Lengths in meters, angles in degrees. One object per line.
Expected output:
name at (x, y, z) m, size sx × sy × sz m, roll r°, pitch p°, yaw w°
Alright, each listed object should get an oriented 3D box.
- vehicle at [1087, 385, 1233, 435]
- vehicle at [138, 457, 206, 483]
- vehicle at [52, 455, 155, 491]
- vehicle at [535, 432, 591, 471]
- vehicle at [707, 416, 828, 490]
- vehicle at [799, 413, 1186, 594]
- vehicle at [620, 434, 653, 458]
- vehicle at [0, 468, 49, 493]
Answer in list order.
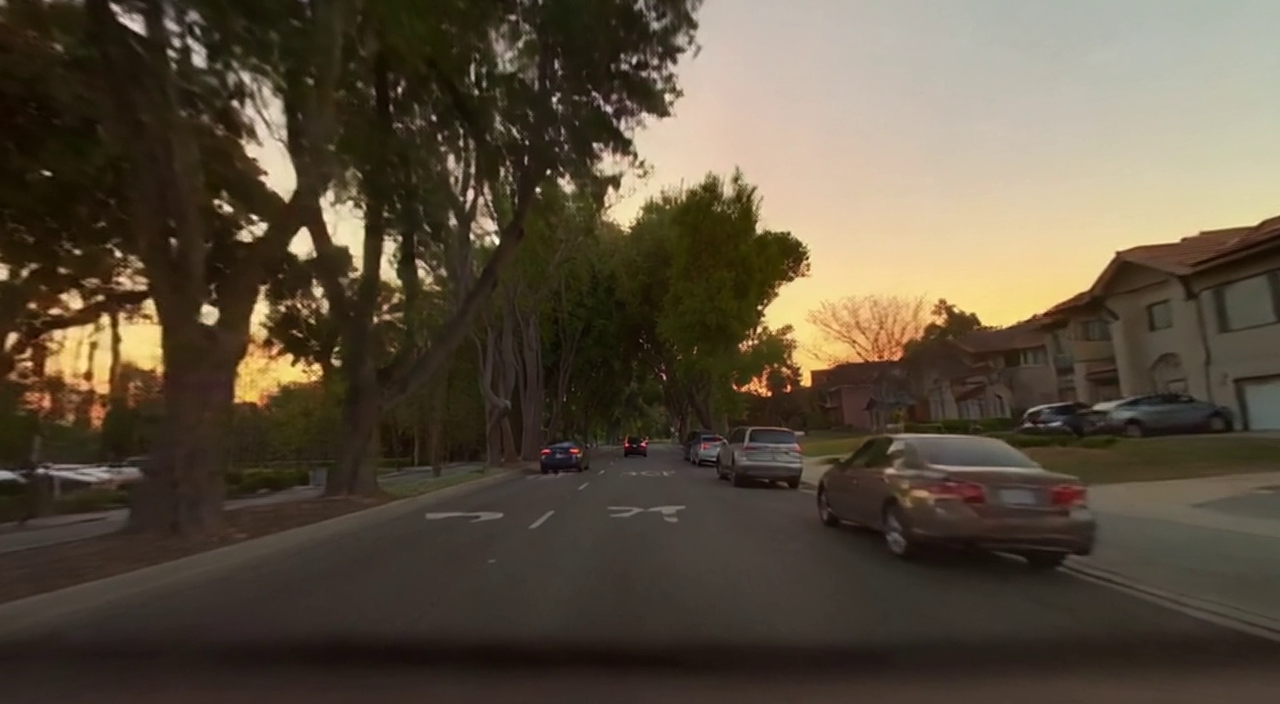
vehicle at (19.301, 2.258, 23.762) m, size 1.938 × 1.668 × 4.286 m, roll -2°, pitch -8°, yaw 3°
vehicle at (-36.508, 9.193, 49.418) m, size 1.890 × 1.711 × 4.456 m, roll -2°, pitch -8°, yaw 1°
vehicle at (-41.311, 9.284, 48.902) m, size 2.306 × 2.086 × 6.132 m, roll -3°, pitch -6°, yaw 5°
vehicle at (-3.663, 4.793, 30.787) m, size 2.129 × 1.668 × 4.722 m, roll -2°, pitch -8°, yaw 0°
vehicle at (3.609, 2.981, 19.077) m, size 2.273 × 1.860 × 5.077 m, roll -1°, pitch -8°, yaw -3°
vehicle at (3.674, 1.630, 7.920) m, size 2.019 × 1.495 × 4.755 m, roll -2°, pitch -8°, yaw -1°
vehicle at (-0.235, 6.491, 43.807) m, size 2.142 × 1.548 × 4.273 m, roll -2°, pitch -8°, yaw 0°
vehicle at (-48.962, 10.008, 49.141) m, size 1.860 × 1.676 × 4.164 m, roll -1°, pitch -8°, yaw 3°
